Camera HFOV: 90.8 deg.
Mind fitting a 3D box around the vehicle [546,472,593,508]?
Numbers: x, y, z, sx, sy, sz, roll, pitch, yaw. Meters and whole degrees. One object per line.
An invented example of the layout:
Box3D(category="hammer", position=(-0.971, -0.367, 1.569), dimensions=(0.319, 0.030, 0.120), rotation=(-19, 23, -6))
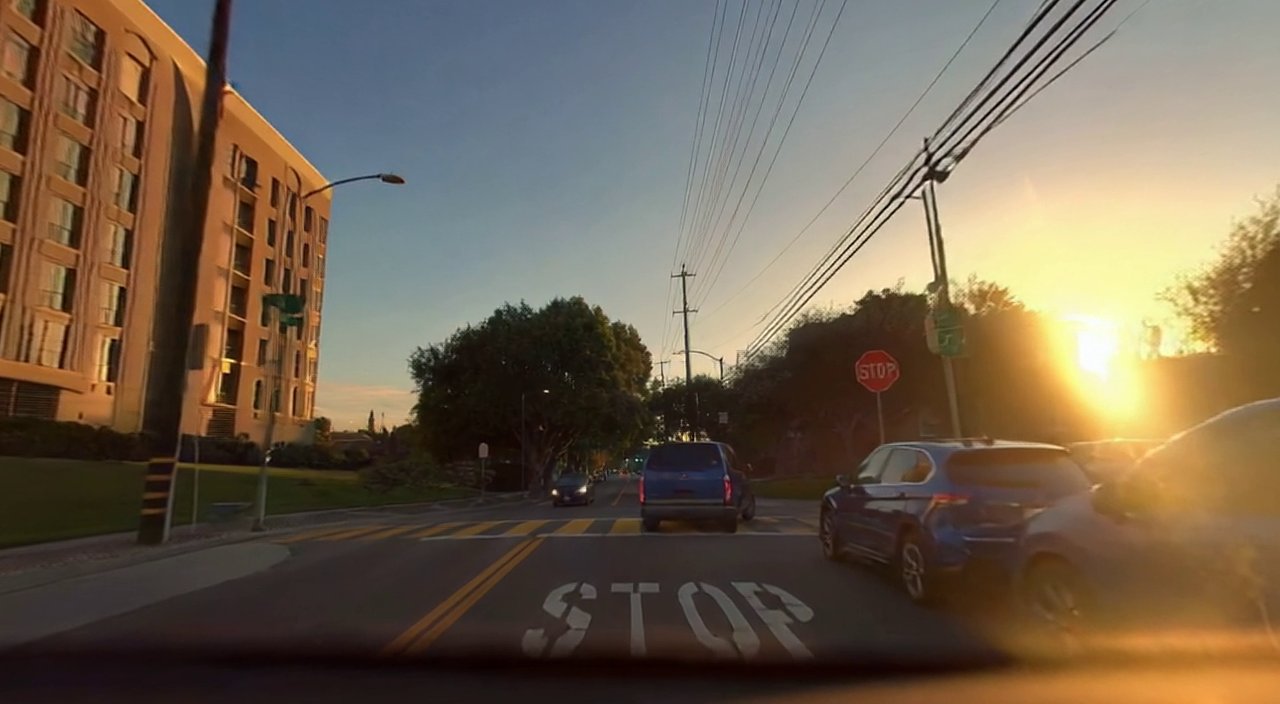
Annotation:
Box3D(category="vehicle", position=(-3.538, 7.011, 32.339), dimensions=(1.911, 1.563, 4.057), rotation=(0, -8, 0))

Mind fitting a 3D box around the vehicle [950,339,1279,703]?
Box3D(category="vehicle", position=(3.309, 0.821, 2.230), dimensions=(2.039, 1.731, 4.428), rotation=(0, -8, -2))

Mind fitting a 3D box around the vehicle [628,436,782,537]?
Box3D(category="vehicle", position=(1.671, 2.833, 14.158), dimensions=(2.214, 1.789, 4.872), rotation=(-3, -9, 20))
